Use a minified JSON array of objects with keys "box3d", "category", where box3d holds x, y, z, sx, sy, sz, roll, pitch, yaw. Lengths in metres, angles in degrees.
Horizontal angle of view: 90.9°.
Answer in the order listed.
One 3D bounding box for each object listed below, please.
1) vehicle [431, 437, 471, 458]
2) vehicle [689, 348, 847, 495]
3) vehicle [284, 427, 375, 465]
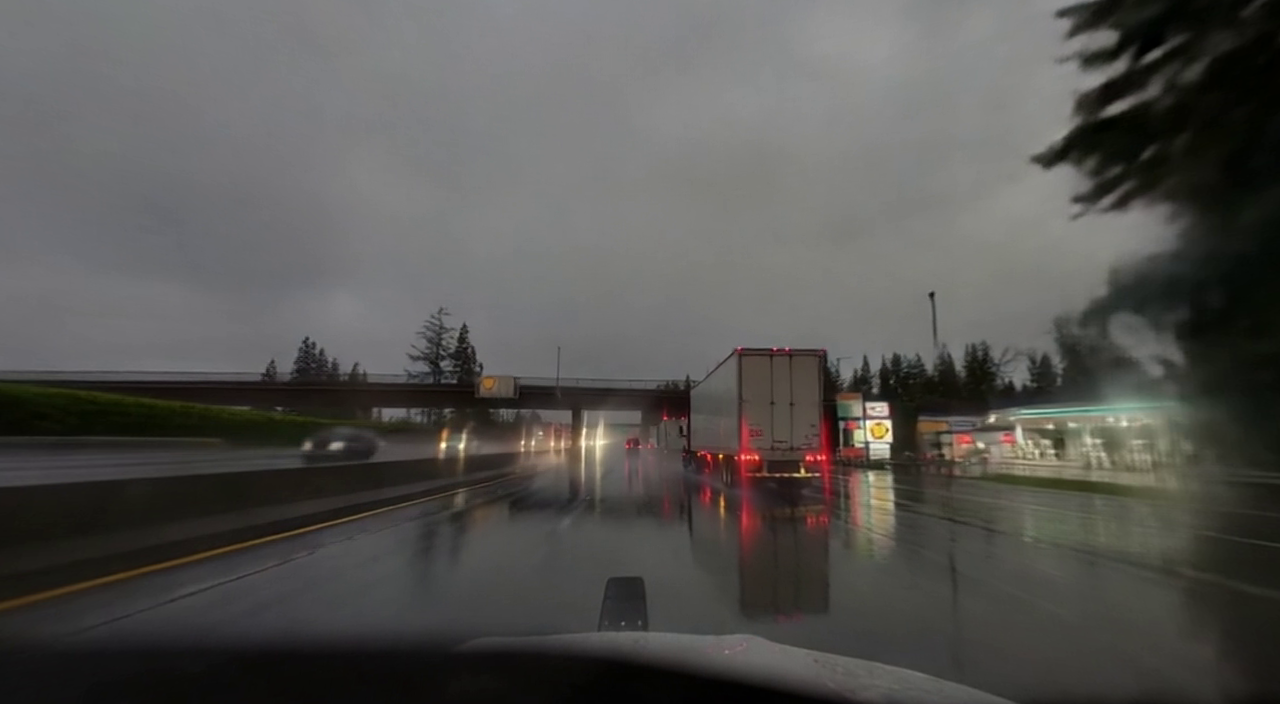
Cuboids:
[{"box3d":[-13.078,6.649,43.815,1.719,1.433,3.631,0,-9,-1],"category":"vehicle"},{"box3d":[3.983,2.906,24.106,2.922,3.987,14.038,0,-9,-1],"category":"vehicle"},{"box3d":[-12.759,3.895,26.163,1.804,1.444,3.850,0,-9,-1],"category":"vehicle"}]
